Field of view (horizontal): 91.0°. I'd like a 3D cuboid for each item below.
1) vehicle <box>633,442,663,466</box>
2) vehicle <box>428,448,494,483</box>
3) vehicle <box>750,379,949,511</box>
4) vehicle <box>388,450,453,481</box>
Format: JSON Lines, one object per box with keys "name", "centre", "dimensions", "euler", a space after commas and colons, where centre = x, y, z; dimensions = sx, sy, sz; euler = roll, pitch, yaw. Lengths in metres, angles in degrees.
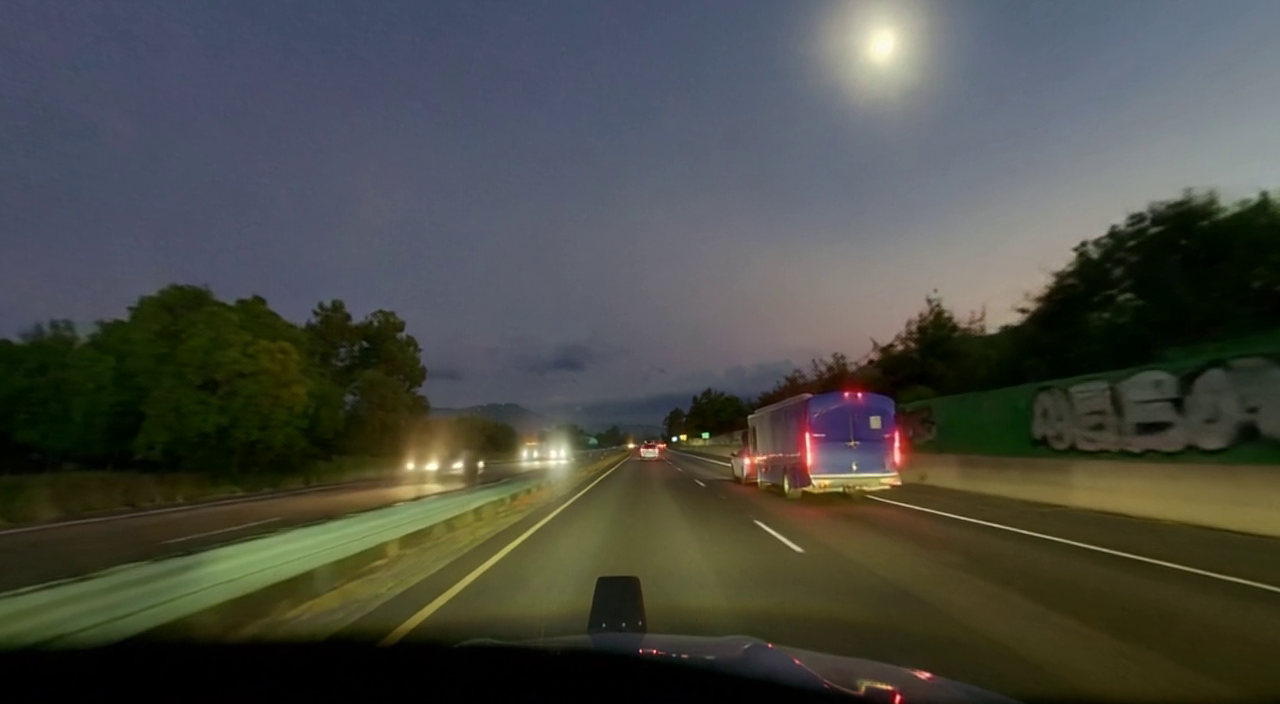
{"name": "vehicle", "centre": [0.576, 7.222, 44.632], "dimensions": [2.030, 1.572, 4.067], "euler": [0, -8, 0]}
{"name": "vehicle", "centre": [-8.534, 5.439, 30.353], "dimensions": [1.900, 1.519, 3.886], "euler": [-1, -8, 2]}
{"name": "vehicle", "centre": [4.856, 2.392, 16.316], "dimensions": [2.712, 2.659, 6.992], "euler": [0, -8, 0]}
{"name": "vehicle", "centre": [-12.631, 6.555, 36.566], "dimensions": [2.013, 1.623, 4.727], "euler": [-1, -8, 1]}
